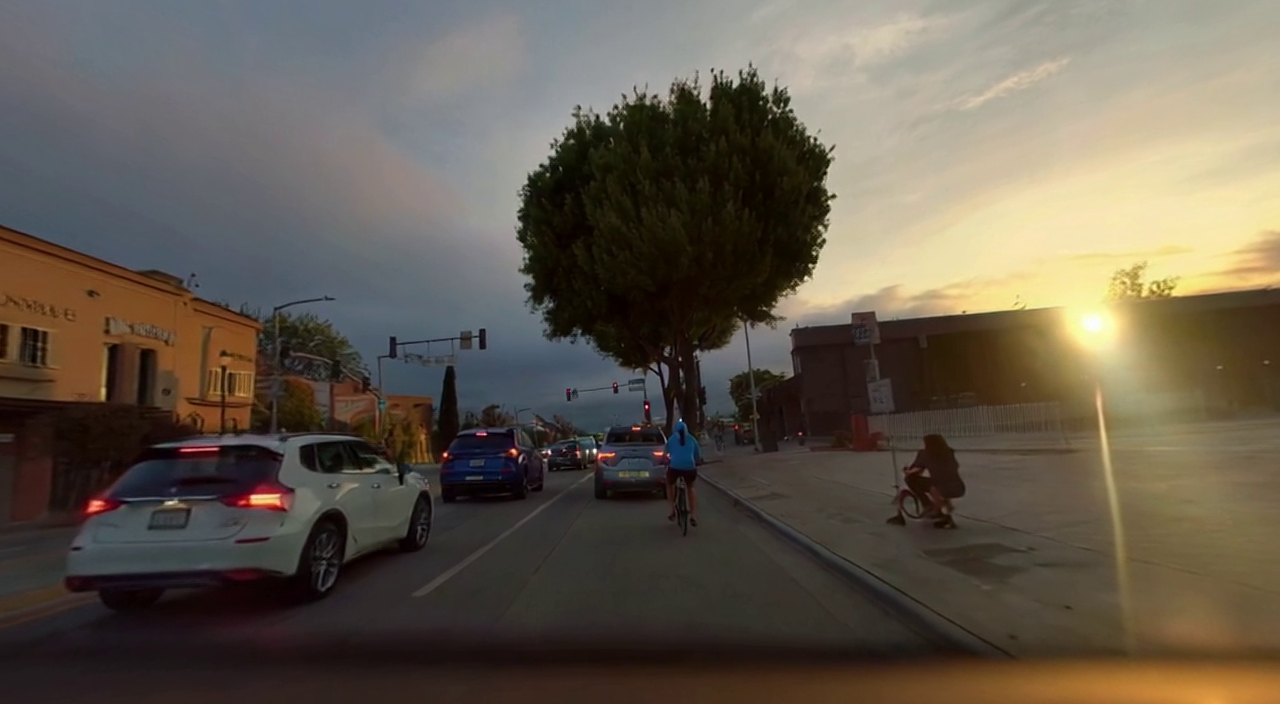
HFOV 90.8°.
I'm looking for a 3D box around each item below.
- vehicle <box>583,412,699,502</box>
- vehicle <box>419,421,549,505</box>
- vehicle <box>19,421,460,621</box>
[{"bbox_3d":[-0.015,2.589,15.882,2.426,1.882,5.027,0,-9,-1],"label":"vehicle"},{"bbox_3d":[-3.634,2.689,15.651,2.046,1.750,4.452,0,-9,0],"label":"vehicle"},{"bbox_3d":[-3.614,1.586,6.887,2.064,1.486,4.140,0,-9,0],"label":"vehicle"}]
